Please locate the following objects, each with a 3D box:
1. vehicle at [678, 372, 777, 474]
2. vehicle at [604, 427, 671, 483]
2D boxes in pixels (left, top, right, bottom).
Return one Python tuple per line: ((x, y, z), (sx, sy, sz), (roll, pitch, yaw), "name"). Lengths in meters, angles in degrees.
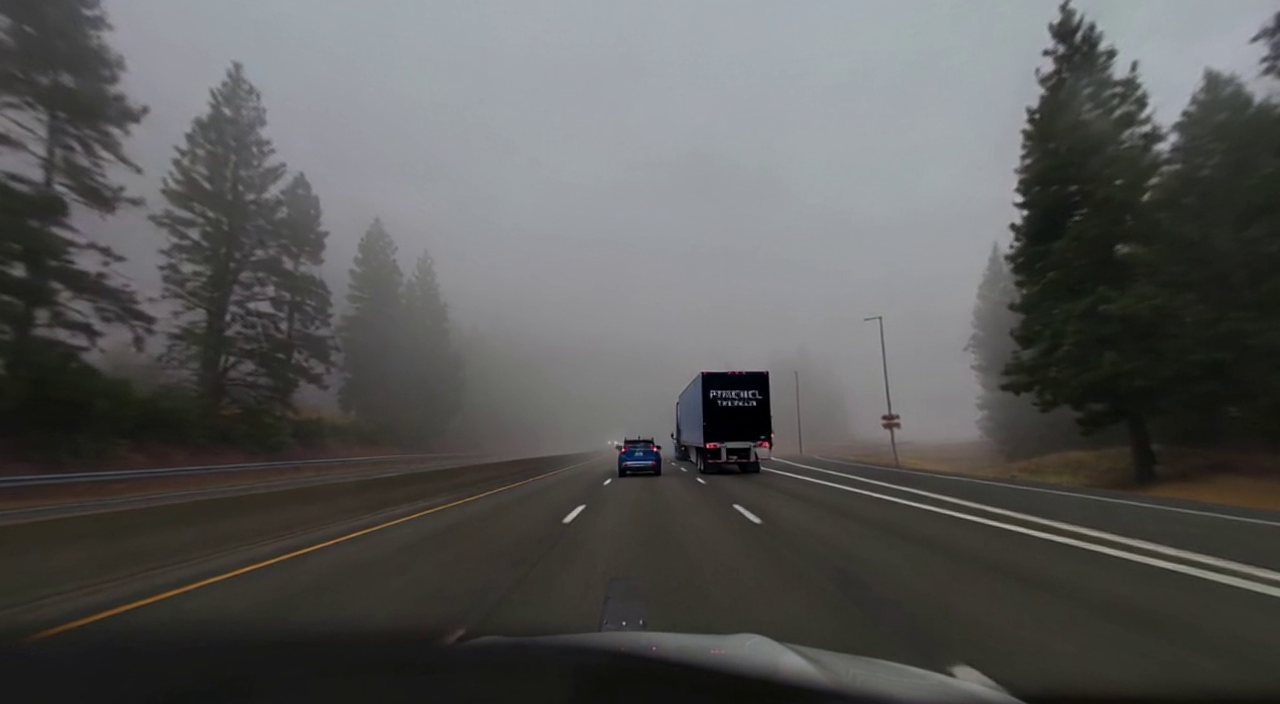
((4.075, 4.120, 34.146), (2.899, 4.160, 16.621), (0, -8, 0), "vehicle")
((-0.100, 3.815, 23.554), (2.222, 1.848, 4.610), (0, -8, 0), "vehicle")
